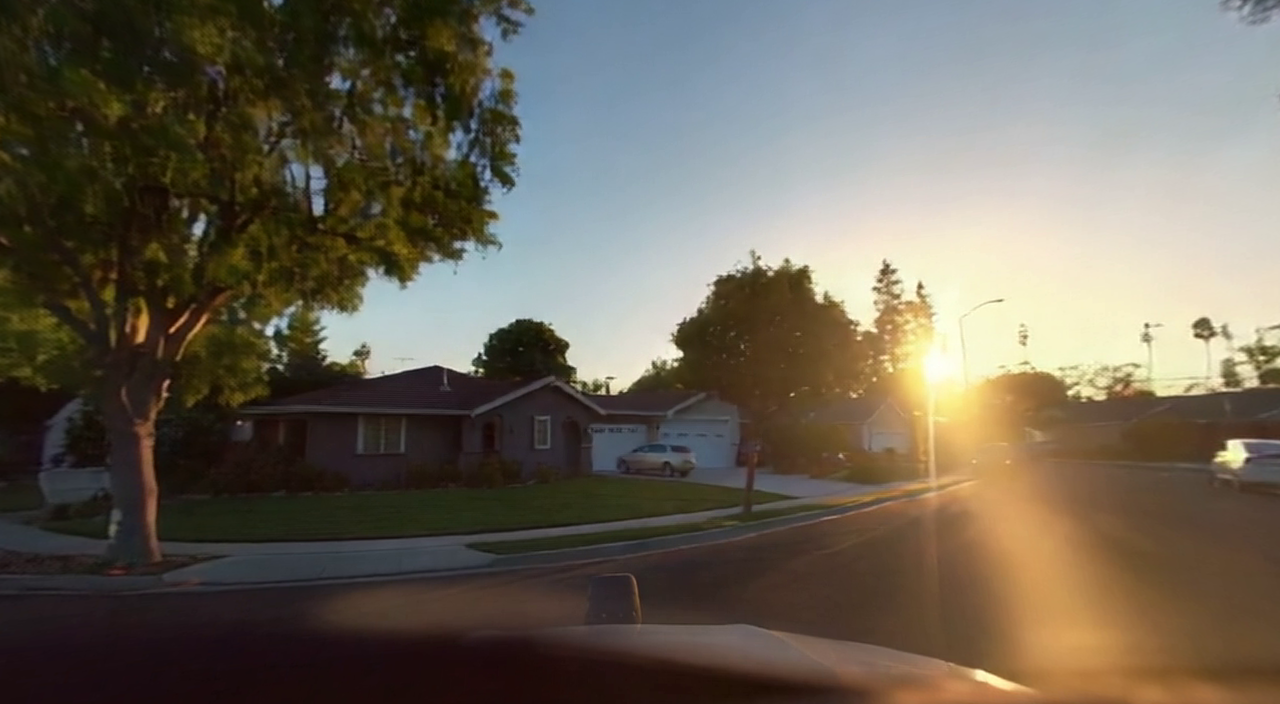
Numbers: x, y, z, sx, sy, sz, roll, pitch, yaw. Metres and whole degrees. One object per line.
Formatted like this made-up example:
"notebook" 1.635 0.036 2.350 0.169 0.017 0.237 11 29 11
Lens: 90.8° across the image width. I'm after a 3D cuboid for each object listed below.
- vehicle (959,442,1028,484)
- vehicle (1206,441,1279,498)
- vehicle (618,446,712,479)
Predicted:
"vehicle" 18.177 5.651 32.362 2.208 1.834 4.675 -12 -14 35
"vehicle" 19.132 3.558 19.444 2.005 1.553 3.984 -3 -8 35
"vehicle" 1.196 5.452 31.498 4.404 1.495 1.844 -7 -11 37
